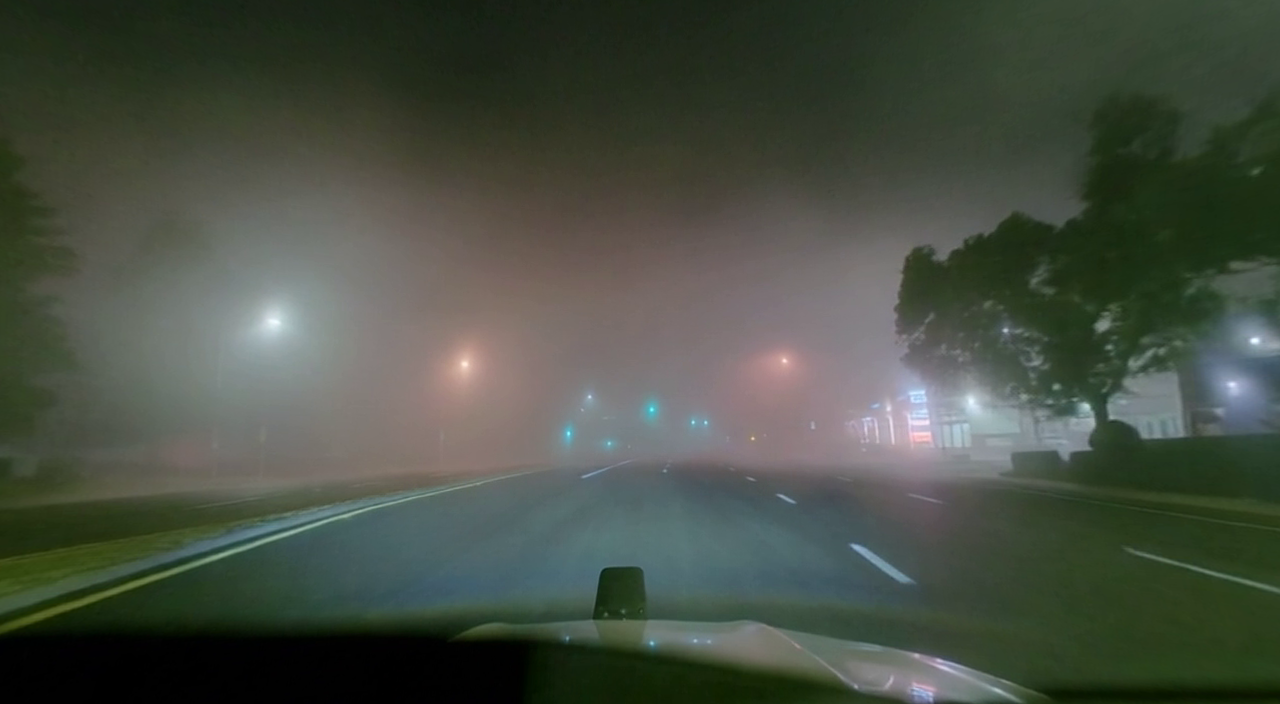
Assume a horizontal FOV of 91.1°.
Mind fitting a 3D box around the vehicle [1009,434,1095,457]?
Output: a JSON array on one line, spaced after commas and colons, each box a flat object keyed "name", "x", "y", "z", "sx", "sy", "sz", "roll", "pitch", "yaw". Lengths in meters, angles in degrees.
[{"name": "vehicle", "x": 27.747, "y": 6.312, "z": 42.365, "sx": 4.440, "sy": 1.378, "sz": 1.936, "roll": 0, "pitch": -6, "yaw": 5}]
